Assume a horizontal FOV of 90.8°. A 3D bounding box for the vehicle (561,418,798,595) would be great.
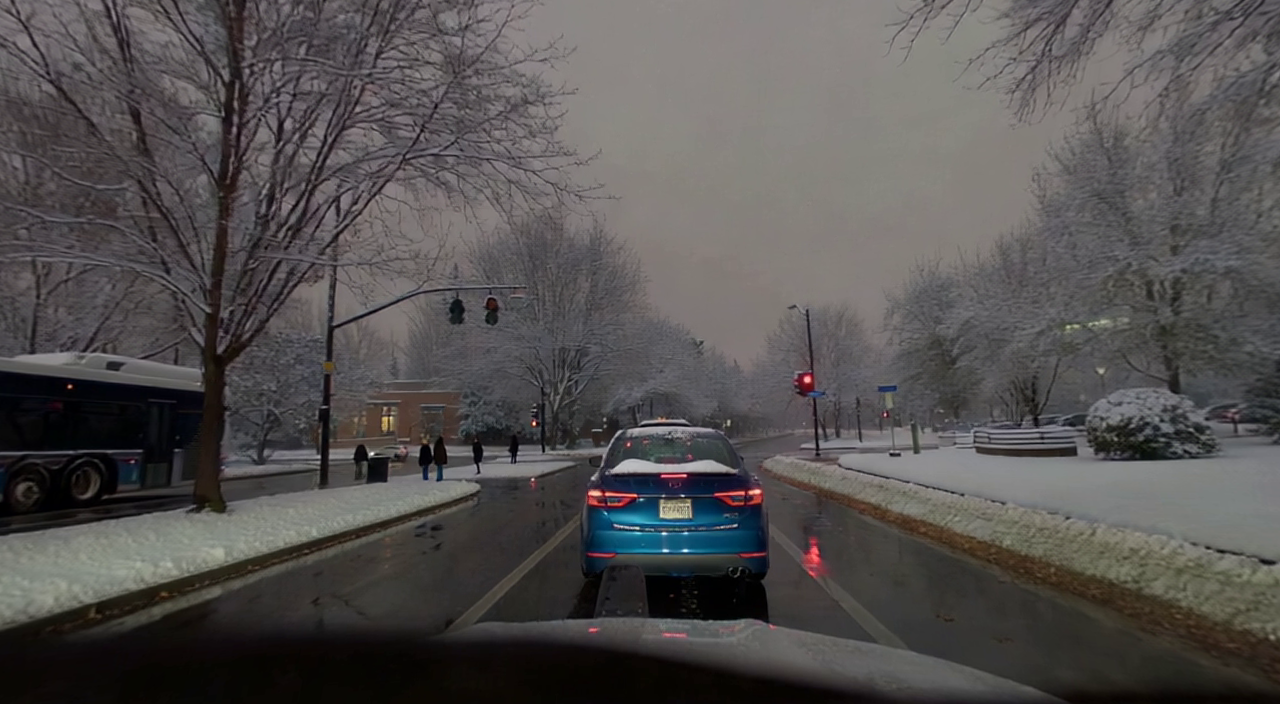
[{"bbox_3d":[0.376,1.613,7.396,2.035,1.499,3.799,0,-8,1],"label":"vehicle"}]
